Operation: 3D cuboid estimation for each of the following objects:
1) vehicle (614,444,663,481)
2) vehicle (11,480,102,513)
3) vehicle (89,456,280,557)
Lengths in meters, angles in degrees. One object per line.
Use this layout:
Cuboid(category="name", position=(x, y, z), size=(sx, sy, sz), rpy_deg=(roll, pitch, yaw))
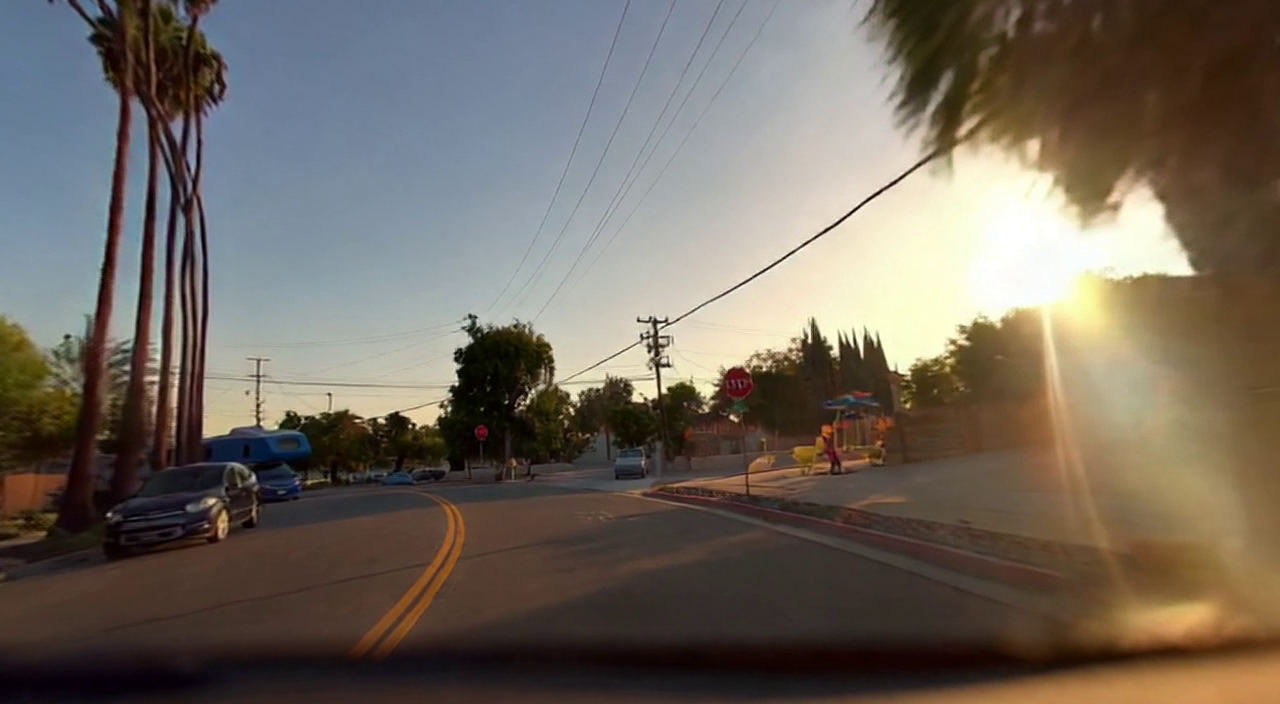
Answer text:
Cuboid(category="vehicle", position=(-0.190, 6.501, 37.692), size=(2.508, 1.887, 5.930), rpy_deg=(0, -8, -4))
Cuboid(category="vehicle", position=(-42.973, 10.589, 46.508), size=(5.757, 2.044, 2.213), rpy_deg=(-3, -8, 18))
Cuboid(category="vehicle", position=(-9.159, 3.034, 13.213), size=(2.085, 1.545, 4.340), rpy_deg=(2, -8, -20))
